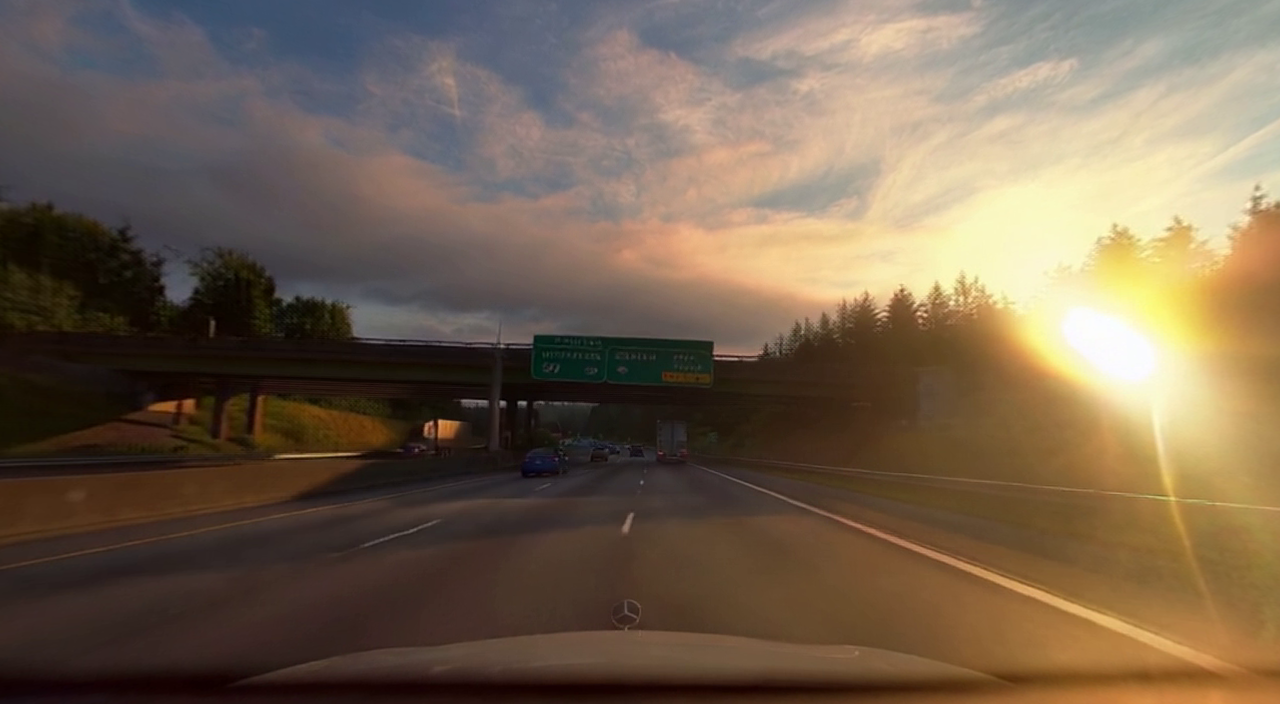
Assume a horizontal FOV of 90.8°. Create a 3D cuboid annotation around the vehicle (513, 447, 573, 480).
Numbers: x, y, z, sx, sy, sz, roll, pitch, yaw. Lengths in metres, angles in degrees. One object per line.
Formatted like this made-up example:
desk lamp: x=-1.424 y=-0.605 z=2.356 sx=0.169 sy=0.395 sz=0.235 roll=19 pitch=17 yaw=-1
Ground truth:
vehicle: x=-4.692 y=5.470 z=31.271 sx=2.038 sy=1.489 sz=4.603 roll=-1 pitch=-9 yaw=2
